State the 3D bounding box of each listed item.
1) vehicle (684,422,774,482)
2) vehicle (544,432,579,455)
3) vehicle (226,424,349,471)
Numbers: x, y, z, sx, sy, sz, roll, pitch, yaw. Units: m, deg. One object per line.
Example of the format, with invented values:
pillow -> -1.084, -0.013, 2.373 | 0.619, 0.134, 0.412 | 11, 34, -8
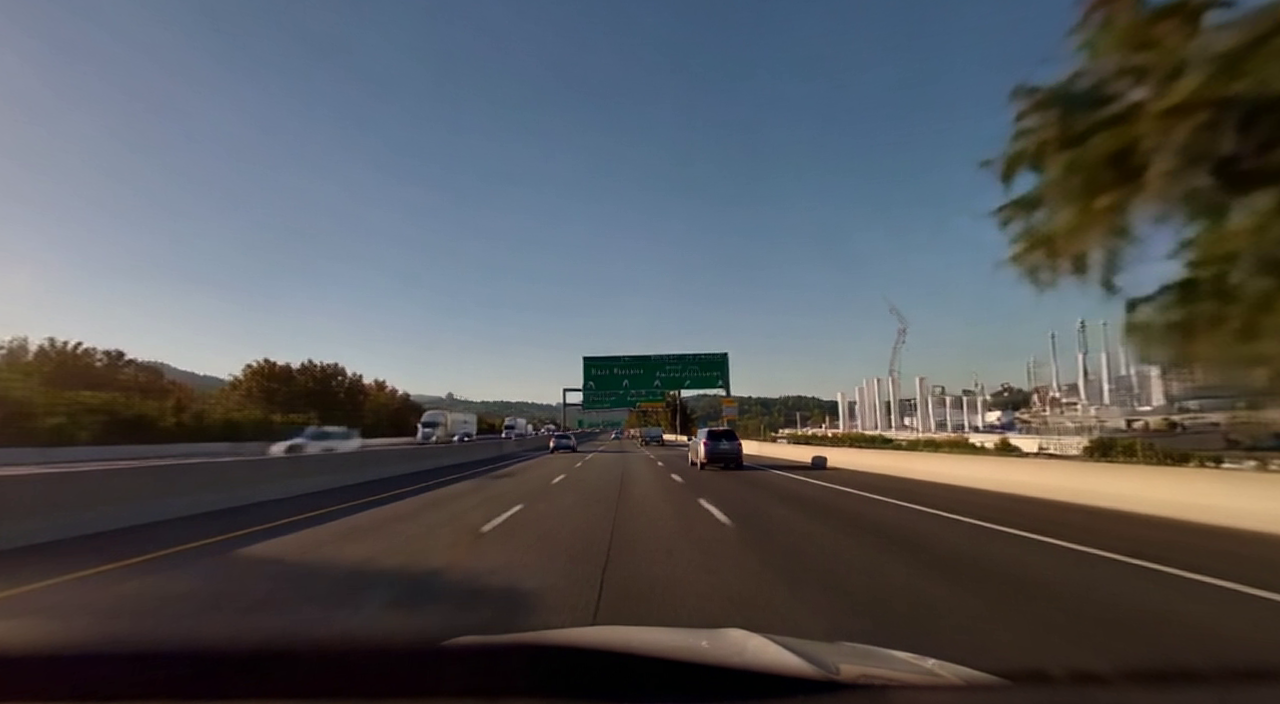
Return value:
vehicle -> 2.626, 3.084, 19.738 | 2.022, 1.637, 4.229 | 0, -8, -3
vehicle -> -5.500, 6.468, 44.591 | 1.996, 1.518, 4.229 | 0, -8, -2
vehicle -> -12.997, 3.560, 23.623 | 2.089, 1.570, 4.470 | 0, -8, -2
